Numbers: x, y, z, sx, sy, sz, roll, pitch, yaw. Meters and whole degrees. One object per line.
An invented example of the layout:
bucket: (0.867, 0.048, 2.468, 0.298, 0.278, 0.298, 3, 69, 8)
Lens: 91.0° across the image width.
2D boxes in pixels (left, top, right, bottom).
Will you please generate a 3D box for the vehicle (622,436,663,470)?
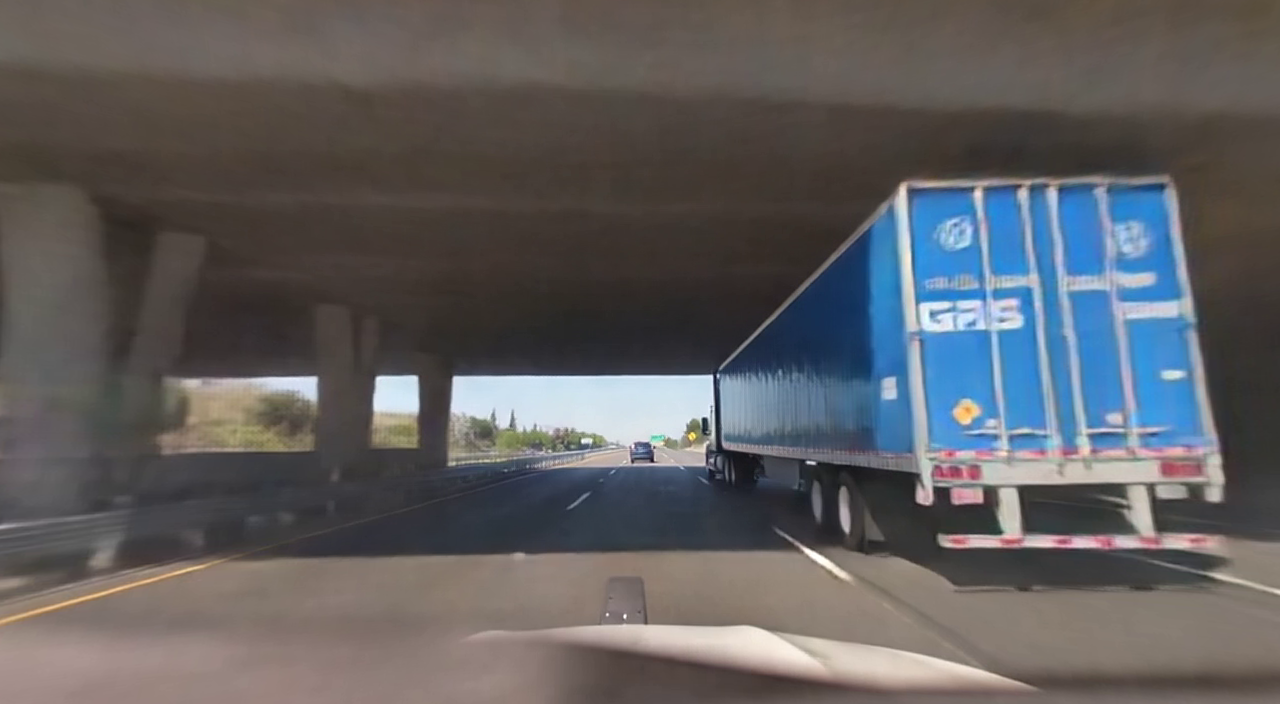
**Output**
vehicle: (0.123, 5.403, 33.857, 2.050, 1.654, 4.192, 0, -8, 0)

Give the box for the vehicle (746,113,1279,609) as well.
vehicle: (4.176, 0.702, 10.246, 3.014, 4.068, 10.359, 0, -8, 0)
